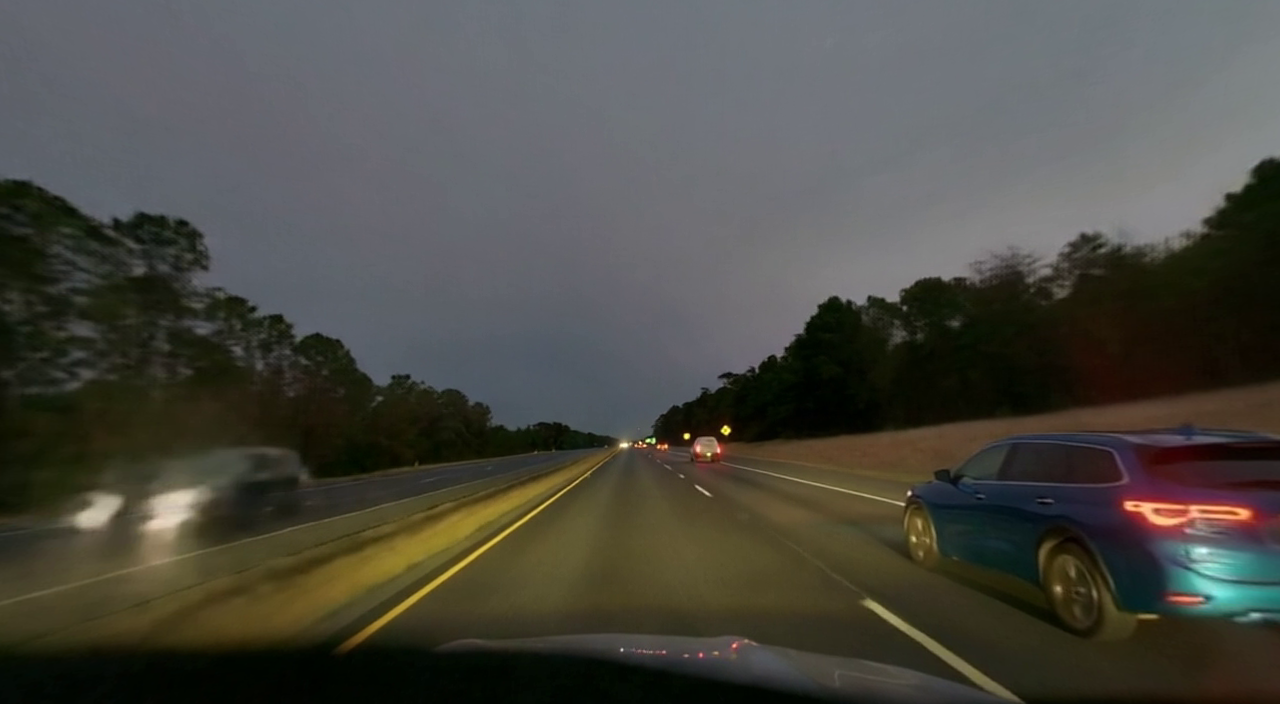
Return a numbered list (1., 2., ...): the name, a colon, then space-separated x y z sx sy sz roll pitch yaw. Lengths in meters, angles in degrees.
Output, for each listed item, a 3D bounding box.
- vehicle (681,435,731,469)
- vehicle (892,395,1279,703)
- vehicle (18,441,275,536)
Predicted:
1. vehicle: 3.435 5.265 33.471 2.043 1.673 4.016 0 -8 -2
2. vehicle: 3.828 1.216 4.764 1.999 1.501 4.221 0 -8 -1
3. vehicle: -10.983 3.003 14.627 2.323 1.799 4.546 0 -8 -1
